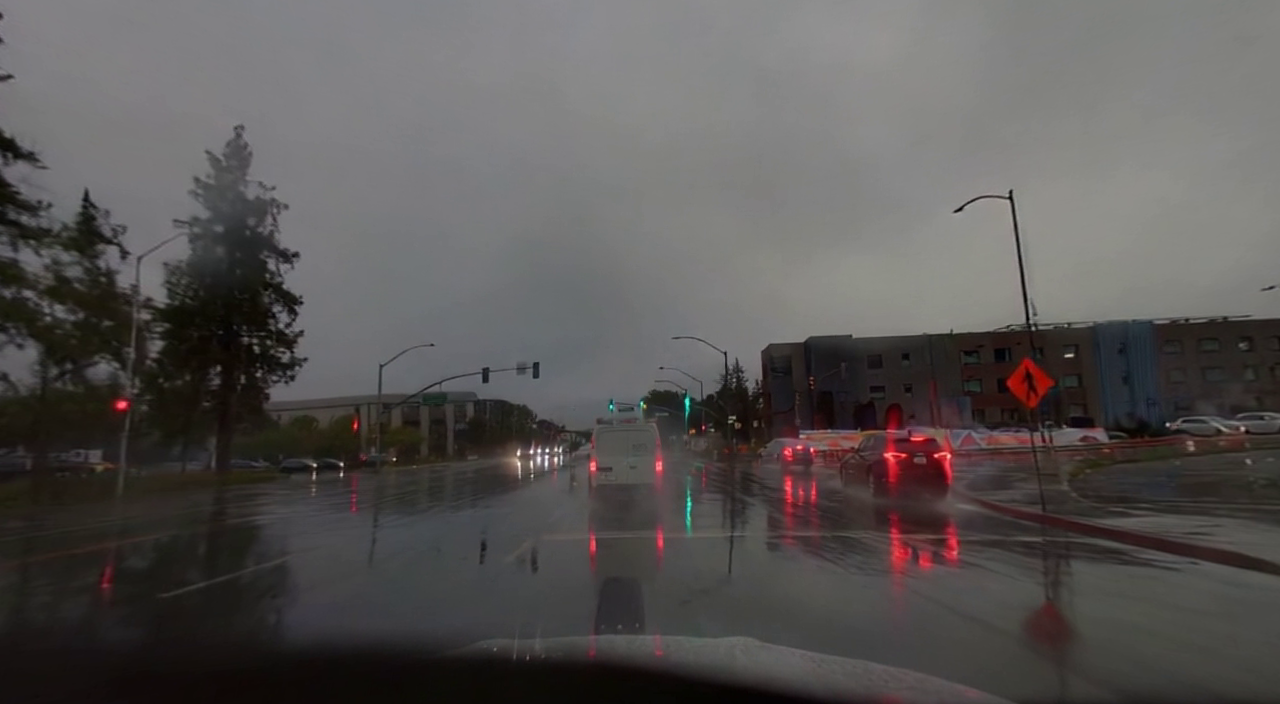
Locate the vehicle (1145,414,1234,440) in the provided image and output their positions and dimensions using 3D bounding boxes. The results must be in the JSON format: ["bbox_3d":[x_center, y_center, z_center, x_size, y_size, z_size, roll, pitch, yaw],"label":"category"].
[{"bbox_3d":[39.225,5.349,45.104,4.556,1.639,2.002,-2,-8,34],"label":"vehicle"}]

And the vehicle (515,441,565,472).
[{"bbox_3d":[-6.027,6.367,38.476,2.068,1.750,4.361,-1,-8,3],"label":"vehicle"}]

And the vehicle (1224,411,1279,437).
[{"bbox_3d":[45.389,5.162,45.300,4.522,1.786,2.023,-6,-10,35],"label":"vehicle"}]

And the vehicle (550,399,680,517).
[{"bbox_3d":[-0.443,2.358,14.422,2.350,2.122,5.801,0,-8,0],"label":"vehicle"}]

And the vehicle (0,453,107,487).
[{"bbox_3d":[-36.279,7.122,38.064,5.755,1.945,2.403,0,-8,-2],"label":"vehicle"}]
